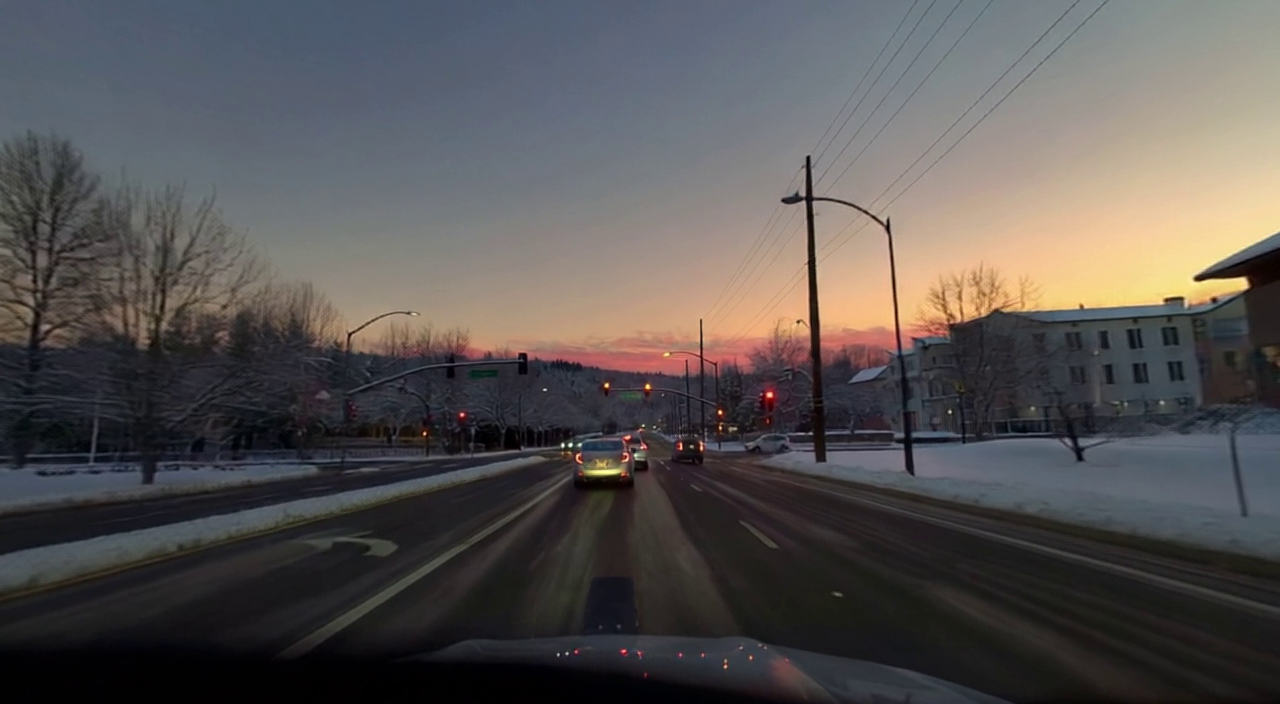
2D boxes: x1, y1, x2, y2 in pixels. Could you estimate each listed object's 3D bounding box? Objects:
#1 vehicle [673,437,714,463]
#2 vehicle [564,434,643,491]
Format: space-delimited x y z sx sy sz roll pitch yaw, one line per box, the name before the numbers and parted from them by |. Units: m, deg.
vehicle | 3.231 6.053 38.998 1.945 1.470 4.363 0 -9 -2
vehicle | -0.976 3.214 18.701 2.075 1.470 3.962 0 -9 0
